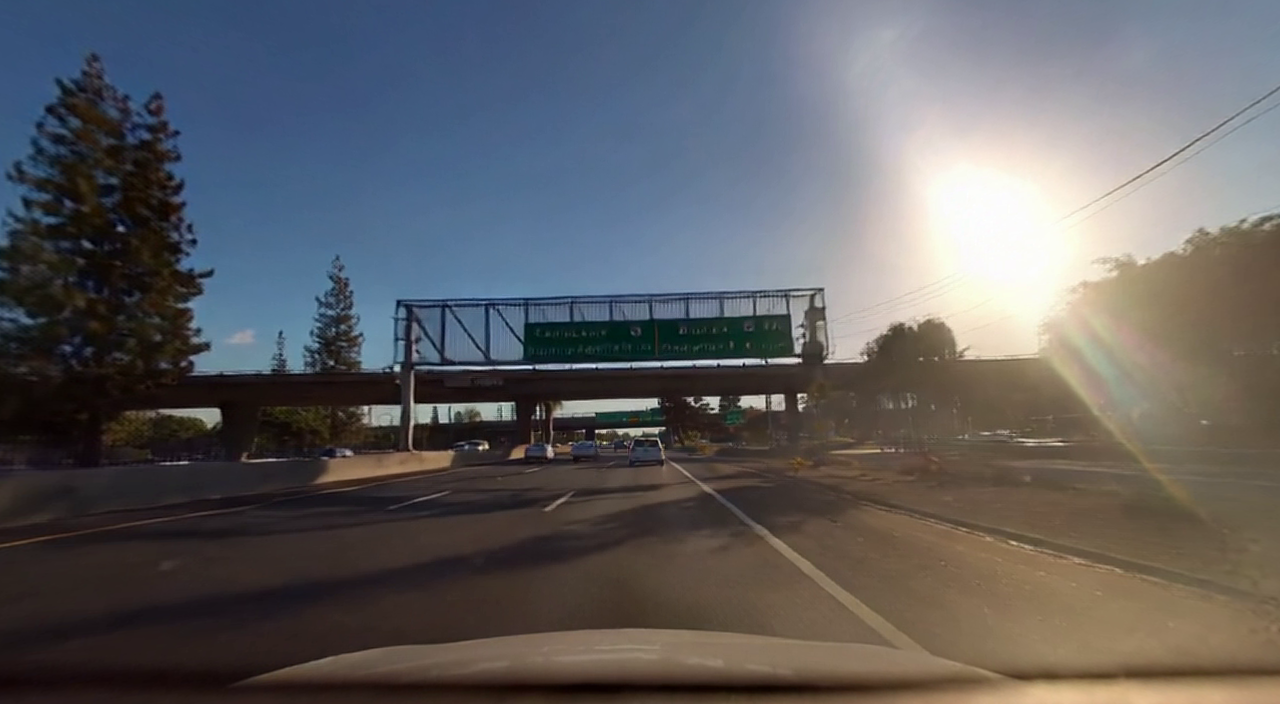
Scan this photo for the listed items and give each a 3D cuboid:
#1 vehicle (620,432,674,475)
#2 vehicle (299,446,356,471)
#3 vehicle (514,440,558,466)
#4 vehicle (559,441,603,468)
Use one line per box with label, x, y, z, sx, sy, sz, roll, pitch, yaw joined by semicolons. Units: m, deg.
vehicle;0.279;4.394;27.416;2.152;1.697;4.066;0;-8;0
vehicle;-22.917;7.787;46.417;1.867;1.696;4.566;0;-8;0
vehicle;-7.210;7.034;44.149;2.139;1.653;4.614;0;-8;2
vehicle;-3.379;5.971;36.940;2.056;1.464;4.564;0;-8;1
